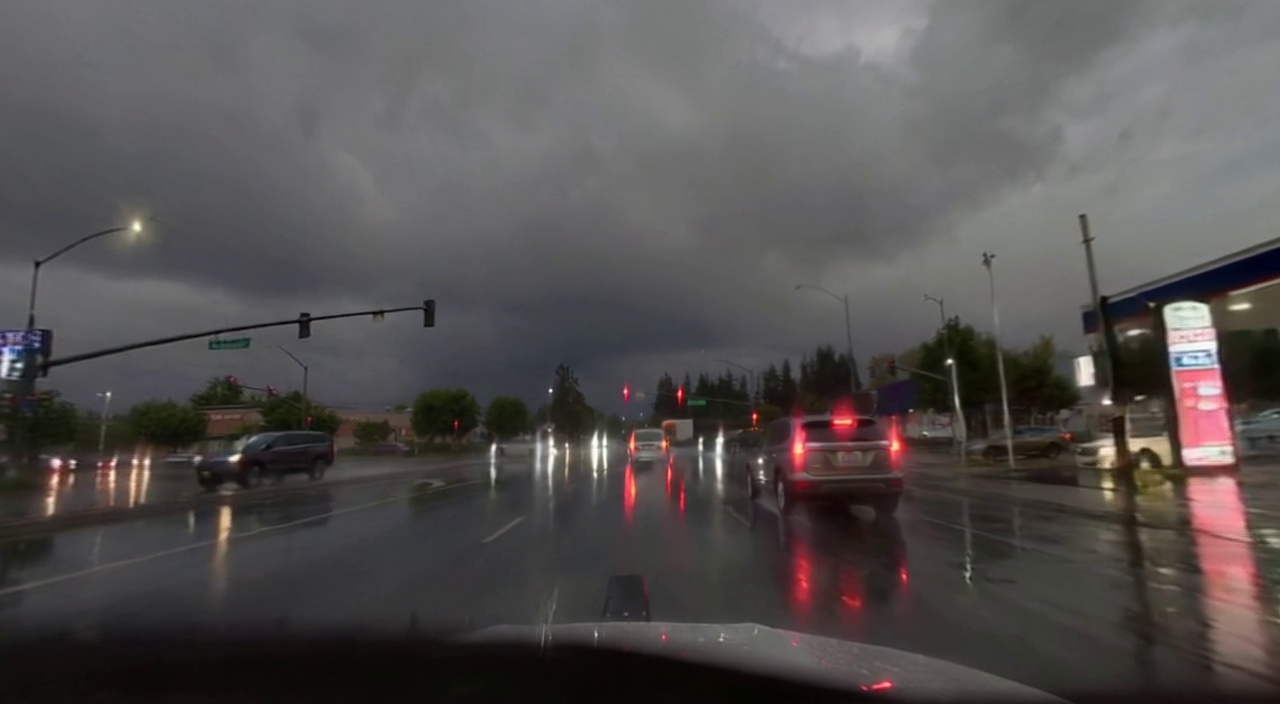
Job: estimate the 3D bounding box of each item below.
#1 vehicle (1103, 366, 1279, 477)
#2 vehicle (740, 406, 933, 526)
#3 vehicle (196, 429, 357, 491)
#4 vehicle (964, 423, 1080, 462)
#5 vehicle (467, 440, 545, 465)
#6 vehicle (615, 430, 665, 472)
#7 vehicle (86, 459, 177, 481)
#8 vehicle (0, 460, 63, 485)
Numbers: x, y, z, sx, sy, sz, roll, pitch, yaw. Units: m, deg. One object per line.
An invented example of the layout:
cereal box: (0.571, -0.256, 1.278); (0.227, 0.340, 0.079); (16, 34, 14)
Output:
vehicle: (16.096, 1.869, 16.590); (5.790, 2.675, 2.554); (1, -9, -4)
vehicle: (3.287, 2.026, 11.663); (2.083, 1.779, 4.347); (0, -8, -1)
vehicle: (-13.063, 3.930, 23.230); (2.191, 1.984, 5.431); (-1, -9, 7)
vehicle: (16.853, 4.016, 27.941); (3.848, 1.674, 1.887); (0, -9, 2)
vehicle: (-8.559, 6.459, 40.616); (1.835, 1.485, 4.788); (-7, -11, 41)
vehicle: (0.046, 4.409, 28.115); (2.067, 1.702, 3.987); (0, -8, 1)
vehicle: (-35.804, 8.310, 44.446); (4.753, 1.478, 1.846); (0, -8, 0)
vehicle: (-44.228, 8.558, 44.699); (4.574, 1.666, 1.865); (0, -8, -3)
